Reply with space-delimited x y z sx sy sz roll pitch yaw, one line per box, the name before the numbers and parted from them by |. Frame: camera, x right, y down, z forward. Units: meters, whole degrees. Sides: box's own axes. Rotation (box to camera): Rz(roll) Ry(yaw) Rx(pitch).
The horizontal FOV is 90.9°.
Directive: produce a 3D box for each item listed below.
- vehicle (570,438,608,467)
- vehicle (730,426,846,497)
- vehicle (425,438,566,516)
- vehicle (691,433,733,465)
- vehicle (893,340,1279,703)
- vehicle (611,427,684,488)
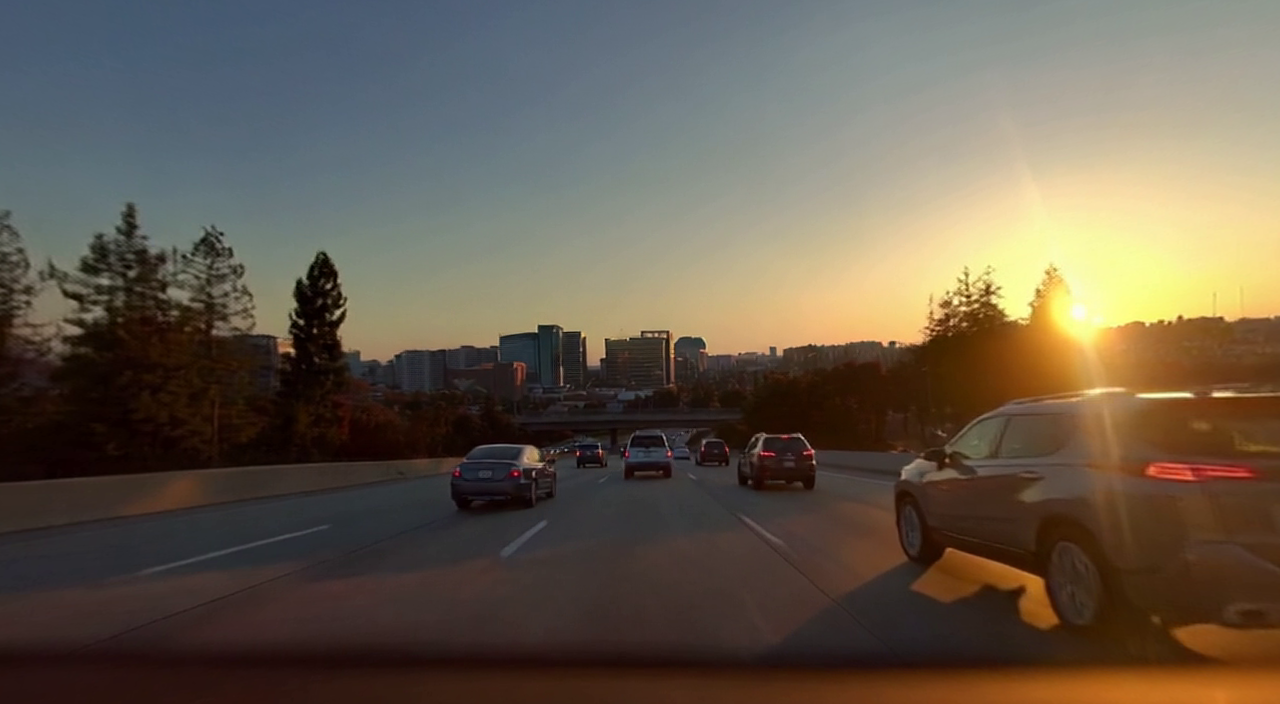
vehicle | -3.225 6.431 40.520 1.951 1.694 4.188 -1 -8 2
vehicle | 3.860 2.951 17.337 2.094 1.676 4.309 0 -8 0
vehicle | -3.048 2.750 14.523 1.965 1.443 4.968 -1 -8 1
vehicle | 4.293 5.889 38.302 2.039 1.832 3.989 0 -8 0
vehicle | 3.889 1.087 4.713 2.156 1.701 4.494 -1 -8 1
vehicle | 0.235 3.490 21.185 2.153 1.805 4.631 -1 -8 0
